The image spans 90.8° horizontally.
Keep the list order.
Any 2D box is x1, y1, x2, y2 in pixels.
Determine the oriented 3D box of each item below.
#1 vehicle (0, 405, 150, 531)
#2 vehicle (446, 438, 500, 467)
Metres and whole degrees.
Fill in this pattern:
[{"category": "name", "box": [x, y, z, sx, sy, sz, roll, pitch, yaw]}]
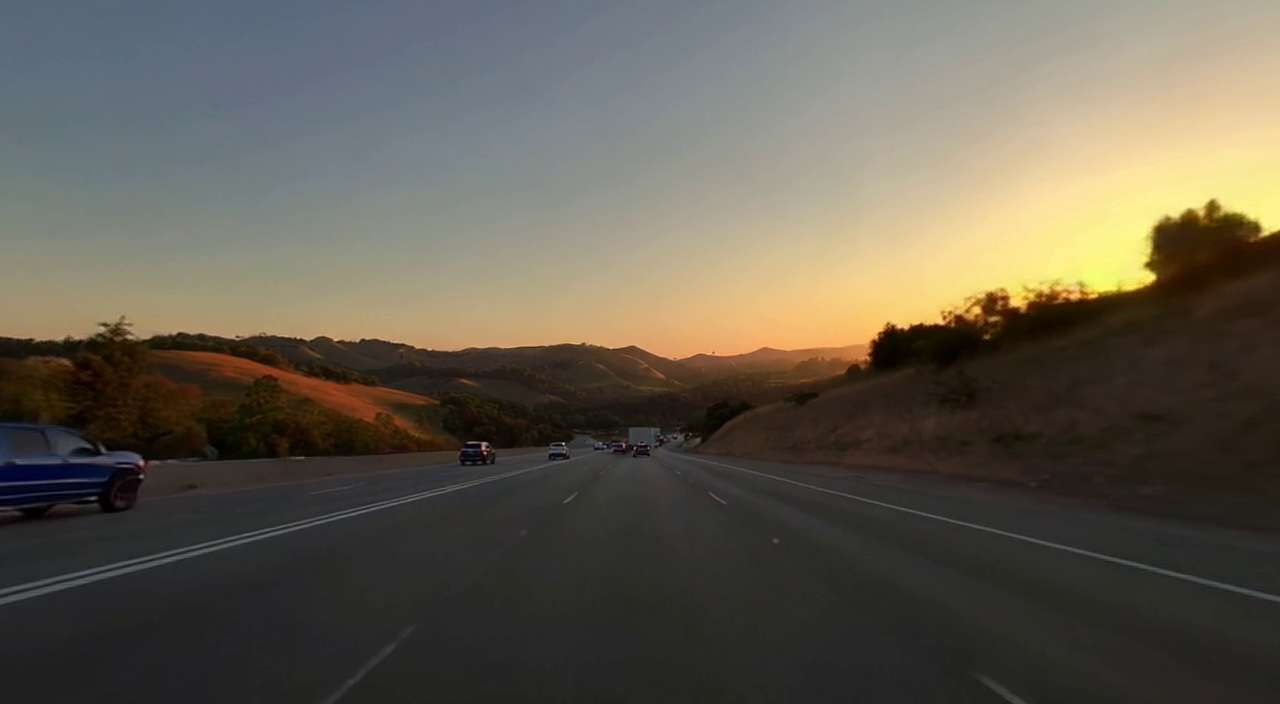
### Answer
[{"category": "vehicle", "box": [-10.630, 1.806, 9.877, 2.012, 1.875, 4.895, 0, -9, -1]}, {"category": "vehicle", "box": [-10.833, 6.572, 41.427, 2.195, 1.795, 4.659, 0, -9, 1]}]
